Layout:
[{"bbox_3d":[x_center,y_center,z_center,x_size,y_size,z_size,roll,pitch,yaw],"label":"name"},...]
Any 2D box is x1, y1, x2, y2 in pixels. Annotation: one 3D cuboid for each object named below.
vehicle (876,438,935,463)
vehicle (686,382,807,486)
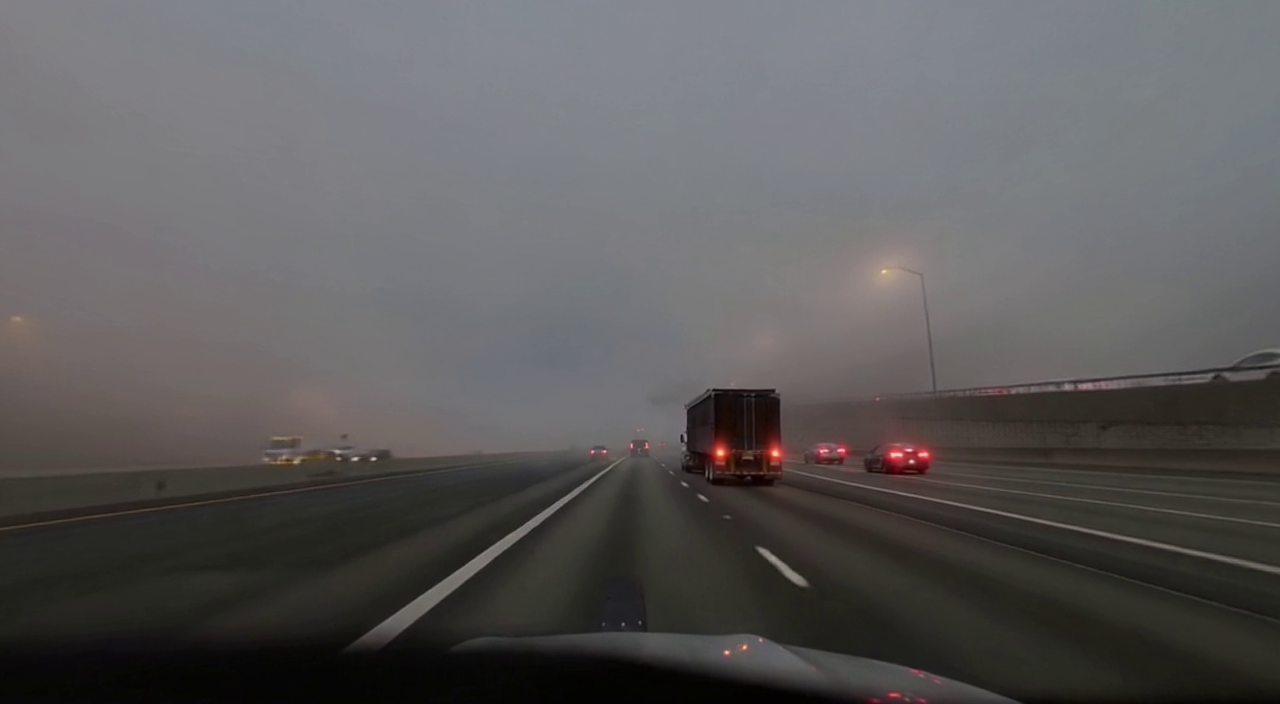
[{"bbox_3d":[17.295,6.463,41.117,2.021,1.549,4.322,1,-9,0],"label":"vehicle"},{"bbox_3d":[3.885,3.481,25.957,3.049,3.395,10.595,0,-8,0],"label":"vehicle"}]
